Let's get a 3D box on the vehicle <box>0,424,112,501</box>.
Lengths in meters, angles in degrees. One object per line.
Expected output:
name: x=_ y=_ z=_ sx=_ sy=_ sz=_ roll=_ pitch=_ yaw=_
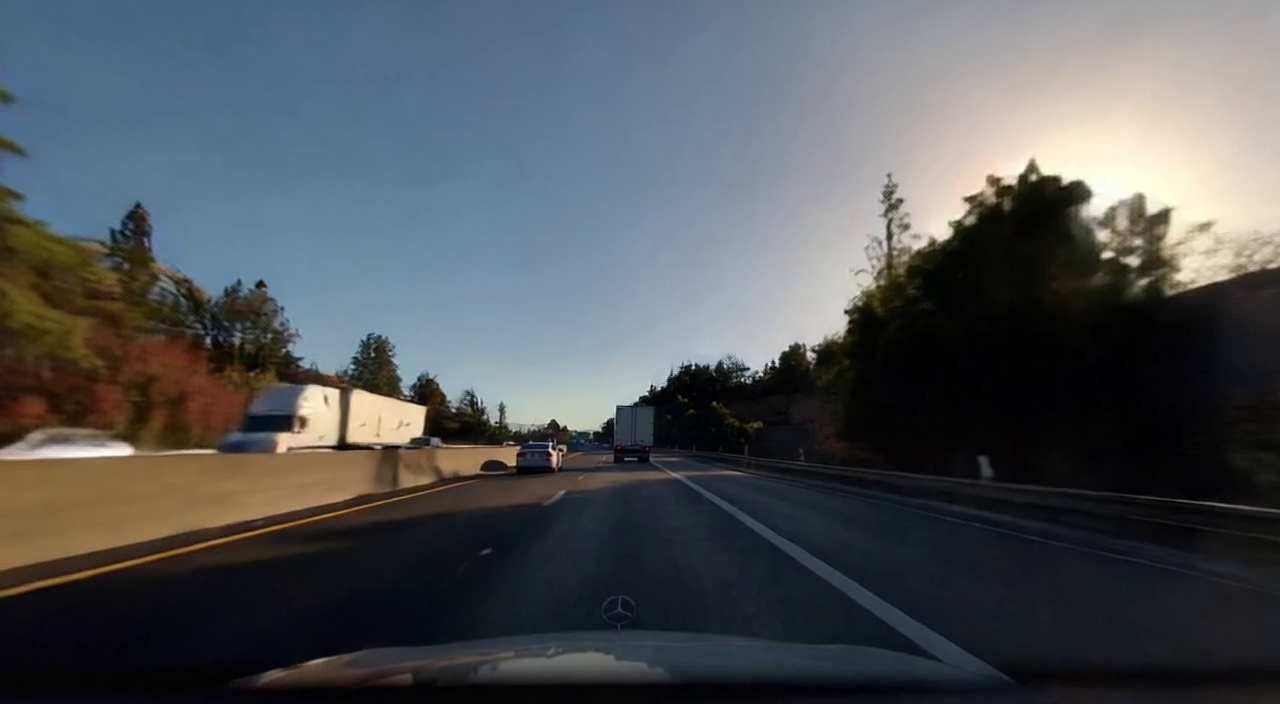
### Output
vehicle: x=-13.397 y=2.195 z=12.463 sx=1.876 sy=1.486 sz=4.508 roll=0 pitch=-9 yaw=-1

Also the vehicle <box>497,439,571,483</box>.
vehicle: x=-3.960 y=4.196 z=24.283 sx=2.057 sy=1.519 sz=4.372 roll=0 pitch=-9 yaw=1

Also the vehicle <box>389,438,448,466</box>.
vehicle: x=-13.471 y=6.103 z=38.347 sx=2.004 sy=1.564 sz=4.488 roll=0 pitch=-9 yaw=0

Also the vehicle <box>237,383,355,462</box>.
vehicle: x=-17.312 y=3.692 z=32.021 sx=3.288 sy=3.682 sz=4.837 roll=0 pitch=-9 yaw=-3
